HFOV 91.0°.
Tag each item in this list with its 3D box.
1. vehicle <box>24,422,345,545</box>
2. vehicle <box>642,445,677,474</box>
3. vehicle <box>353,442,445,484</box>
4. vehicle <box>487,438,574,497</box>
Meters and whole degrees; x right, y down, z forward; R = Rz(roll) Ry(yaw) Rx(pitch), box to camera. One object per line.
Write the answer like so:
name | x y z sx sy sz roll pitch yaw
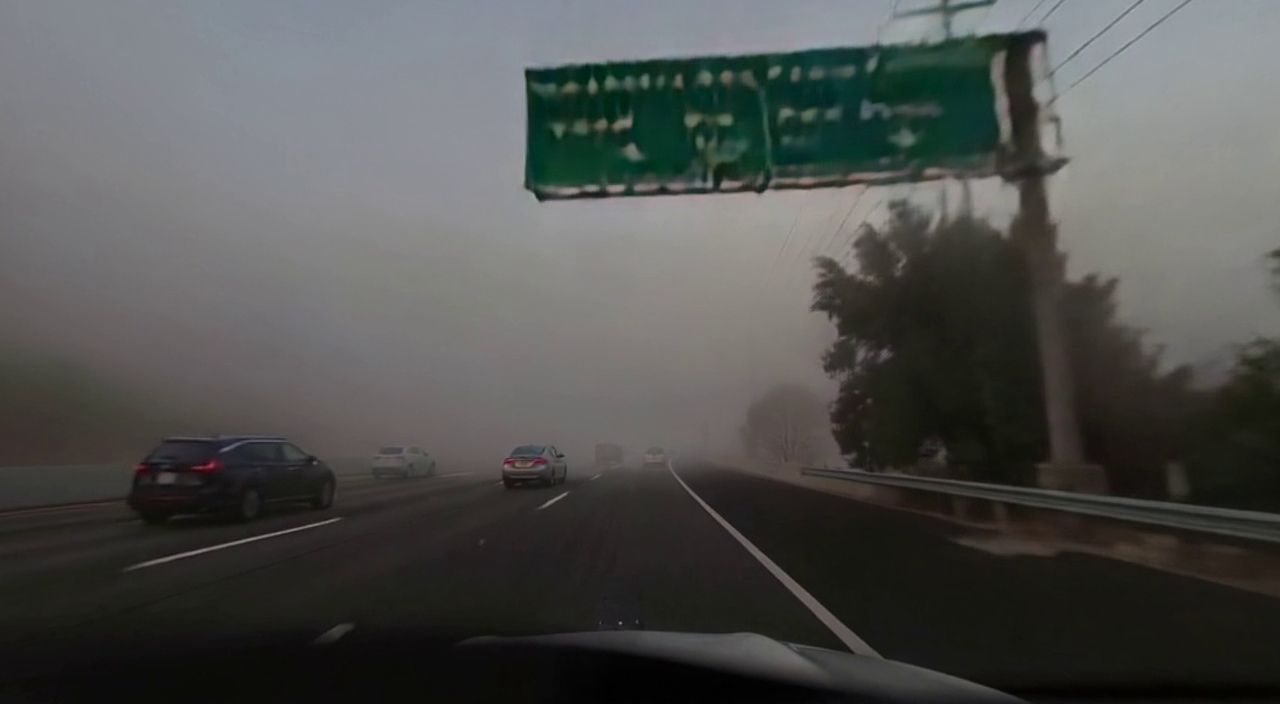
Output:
vehicle | -7.502 2.203 11.254 2.043 1.696 4.851 0 -9 1
vehicle | 1.243 6.710 39.445 2.038 1.677 4.219 0 -9 2
vehicle | -10.704 4.942 28.435 2.097 1.722 4.981 0 -9 1
vehicle | -3.387 3.658 20.318 1.976 1.688 4.124 0 -9 1
